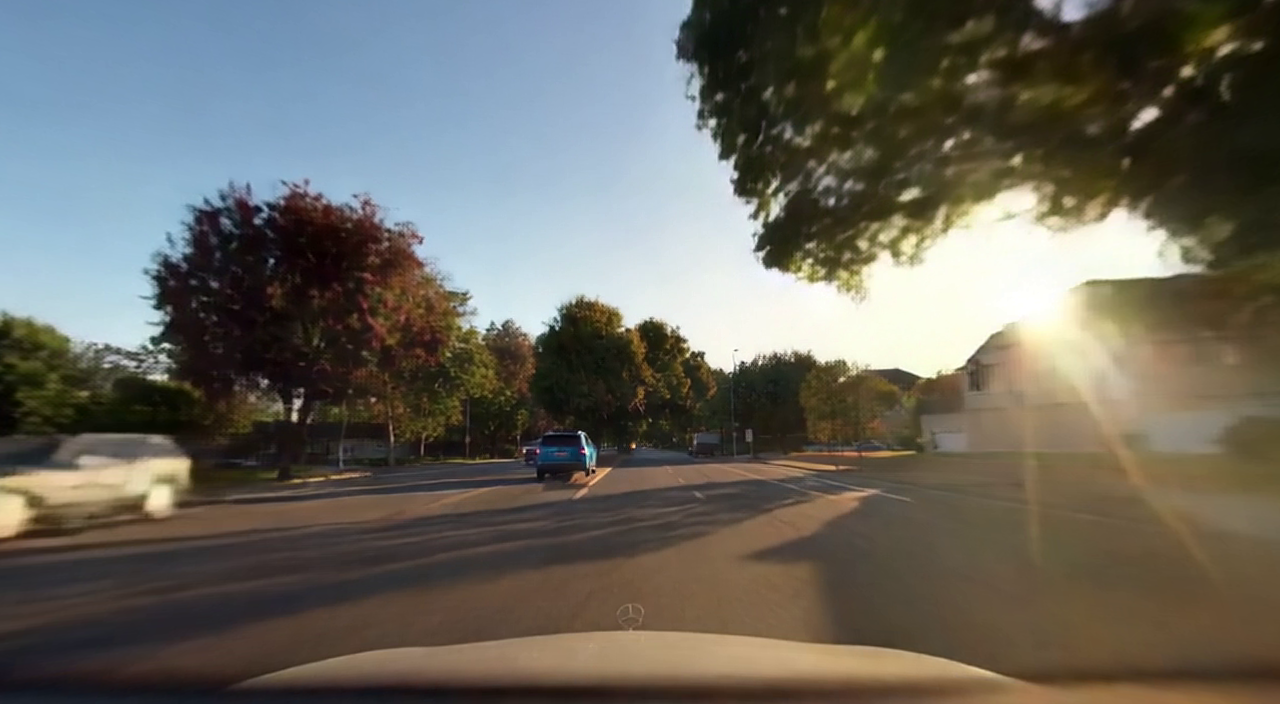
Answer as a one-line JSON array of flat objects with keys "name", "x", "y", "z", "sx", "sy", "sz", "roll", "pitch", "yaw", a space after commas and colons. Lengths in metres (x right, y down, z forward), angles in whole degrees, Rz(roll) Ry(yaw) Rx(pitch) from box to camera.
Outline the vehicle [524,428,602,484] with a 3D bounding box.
[{"name": "vehicle", "x": -2.740, "y": 3.843, "z": 23.570, "sx": 2.179, "sy": 1.851, "sz": 4.756, "roll": 0, "pitch": -8, "yaw": 2}]
